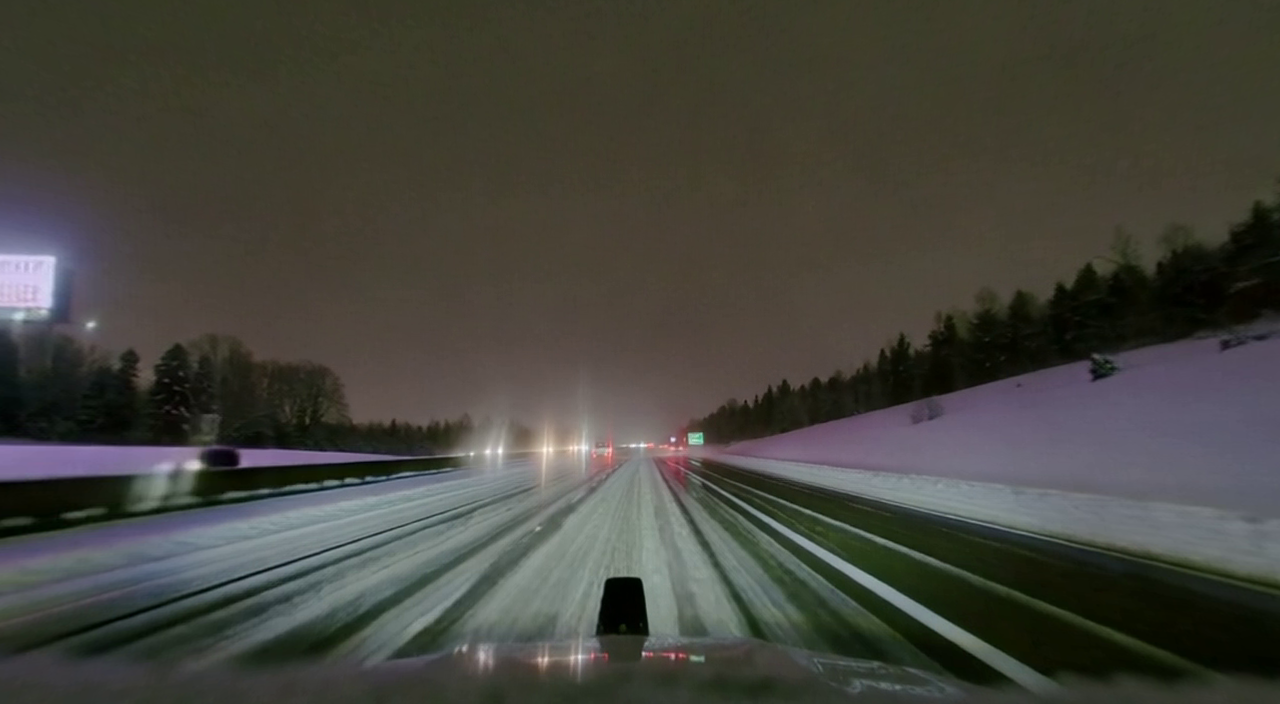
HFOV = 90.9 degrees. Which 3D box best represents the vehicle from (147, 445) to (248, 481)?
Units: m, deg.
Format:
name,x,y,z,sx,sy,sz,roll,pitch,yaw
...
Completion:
name,x,y,z,sx,sy,sz,roll,pitch,yaw
vehicle,-24.395,6.079,35.045,2.027,1.837,4.865,0,-8,0
